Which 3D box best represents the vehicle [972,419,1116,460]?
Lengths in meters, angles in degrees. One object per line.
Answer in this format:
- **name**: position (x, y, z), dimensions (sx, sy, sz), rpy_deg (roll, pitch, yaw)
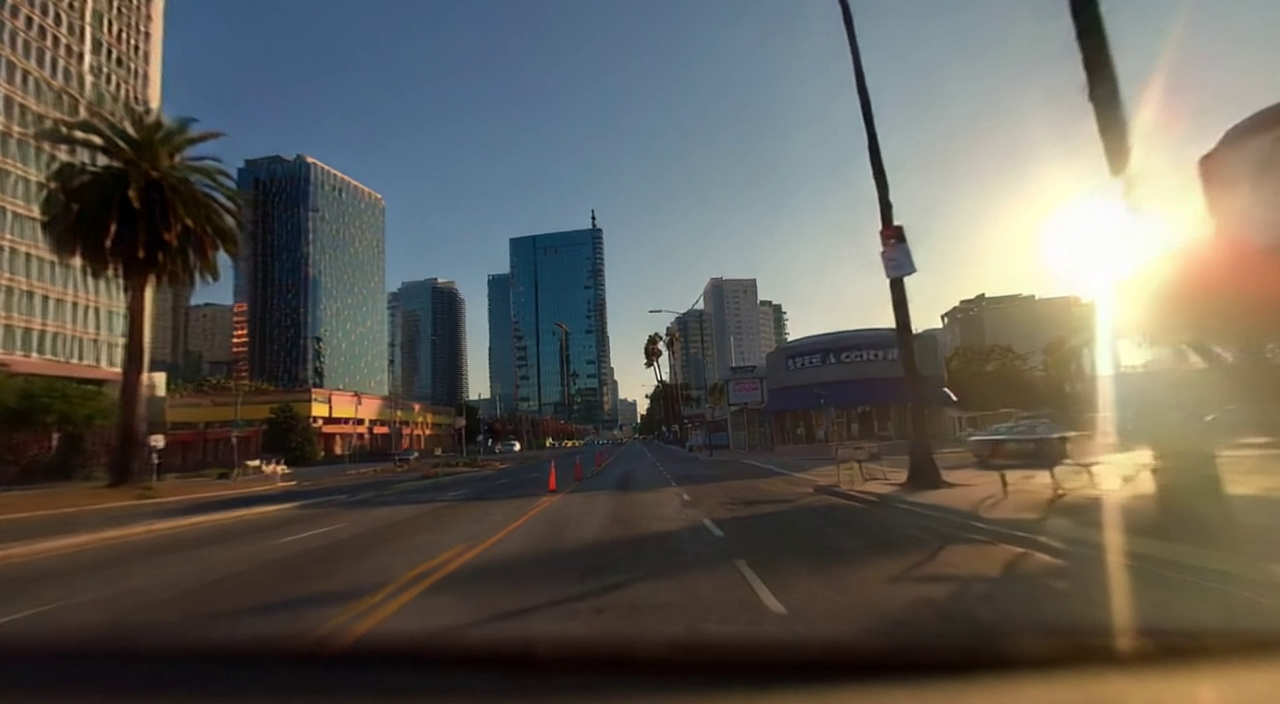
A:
- **vehicle**: position (16.386, 3.553, 25.664), dimensions (5.091, 1.528, 1.972), rpy_deg (2, -9, -16)
